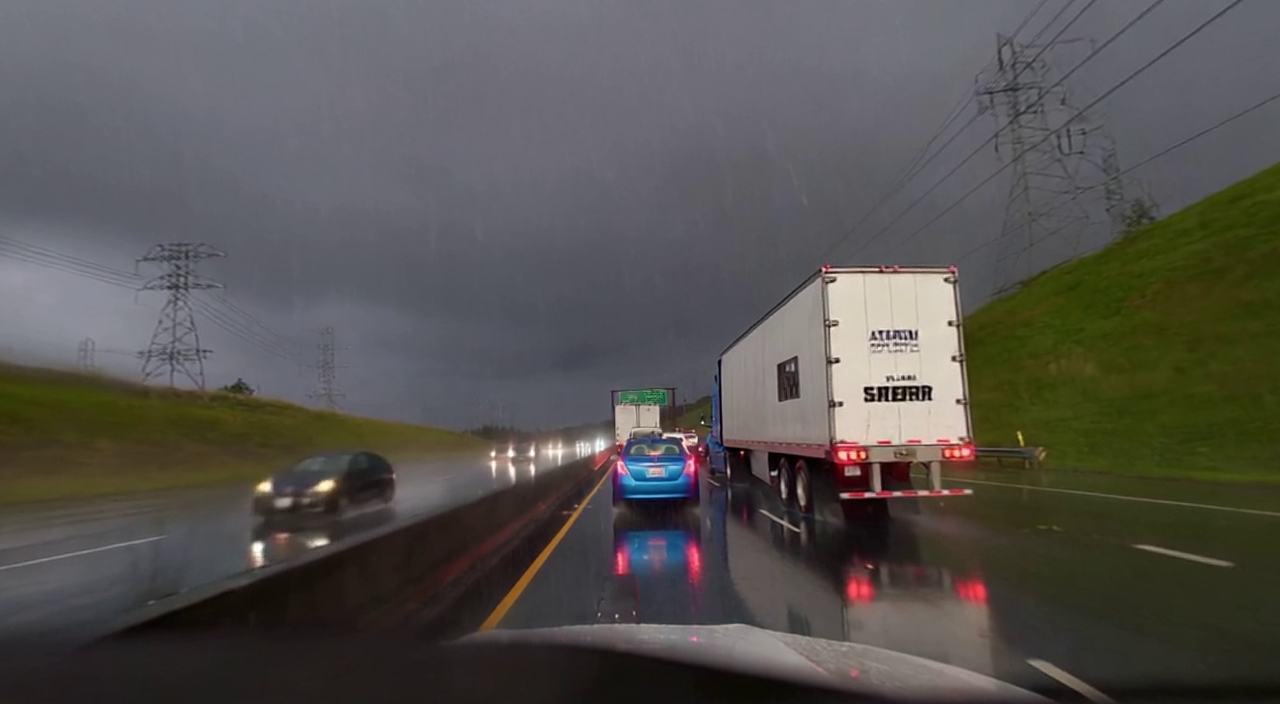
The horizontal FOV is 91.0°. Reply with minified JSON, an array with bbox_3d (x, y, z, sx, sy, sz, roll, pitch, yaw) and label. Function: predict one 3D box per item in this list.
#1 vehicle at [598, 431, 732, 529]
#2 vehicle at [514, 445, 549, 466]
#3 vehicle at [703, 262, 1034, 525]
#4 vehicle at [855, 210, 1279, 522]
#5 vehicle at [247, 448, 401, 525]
[{"bbox_3d":[0.331,2.205,11.437,2.045,1.446,3.597,0,-8,-2],"label":"vehicle"},{"bbox_3d":[-8.202,7.832,47.800,1.848,1.512,4.327,-1,-8,0],"label":"vehicle"},{"bbox_3d":[4.180,1.574,16.827,3.138,4.065,14.276,0,-8,-2],"label":"vehicle"},{"bbox_3d":[8.700,0.983,14.459,2.845,4.146,12.401,0,-8,-1],"label":"vehicle"},{"bbox_3d":[-7.778,3.294,15.981,1.926,1.606,3.853,-1,-8,-1],"label":"vehicle"}]
